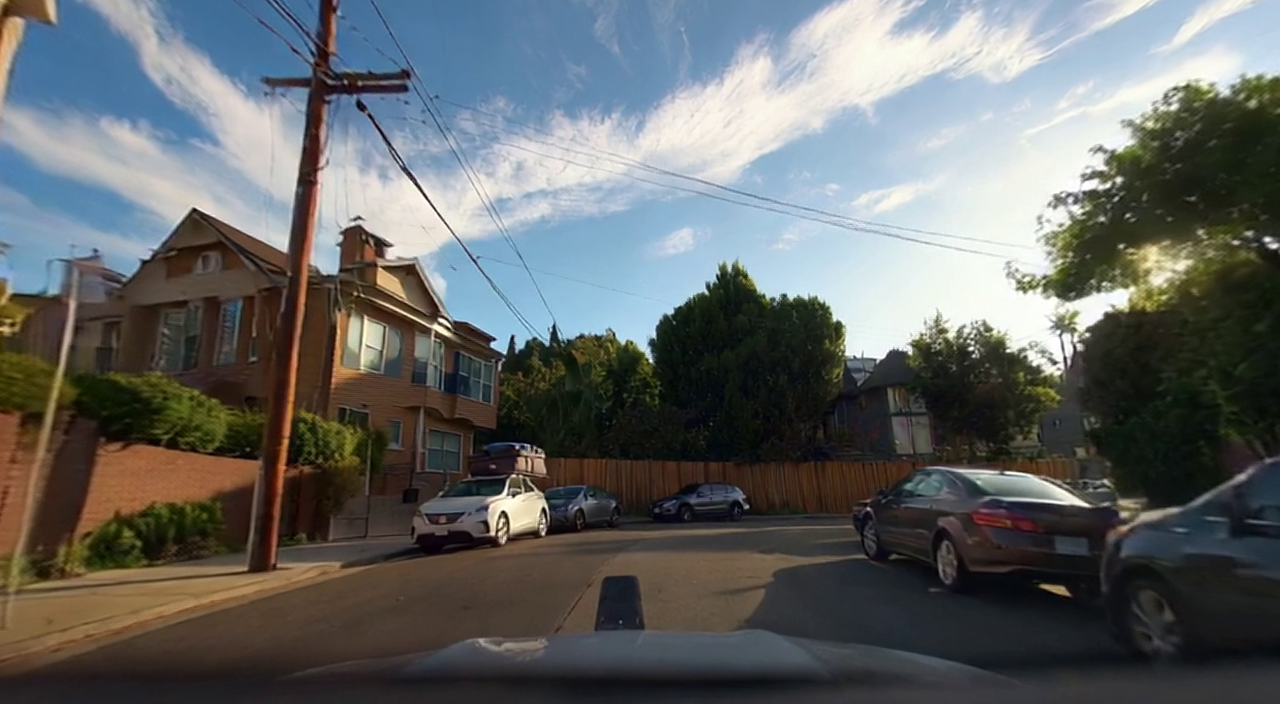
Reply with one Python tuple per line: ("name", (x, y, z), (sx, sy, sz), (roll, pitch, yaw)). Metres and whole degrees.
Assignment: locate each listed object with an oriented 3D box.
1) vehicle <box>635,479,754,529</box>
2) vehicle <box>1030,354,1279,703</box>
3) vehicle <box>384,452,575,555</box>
("vehicle", (2.144, 5.790, 24.418), (4.217, 1.547, 2.082), (6, -10, -35))
("vehicle", (3.930, 0.908, 2.449), (1.899, 1.877, 4.668), (1, -7, 1))
("vehicle", (-3.165, 3.211, 13.835), (2.247, 1.702, 5.043), (-5, -12, 8))
